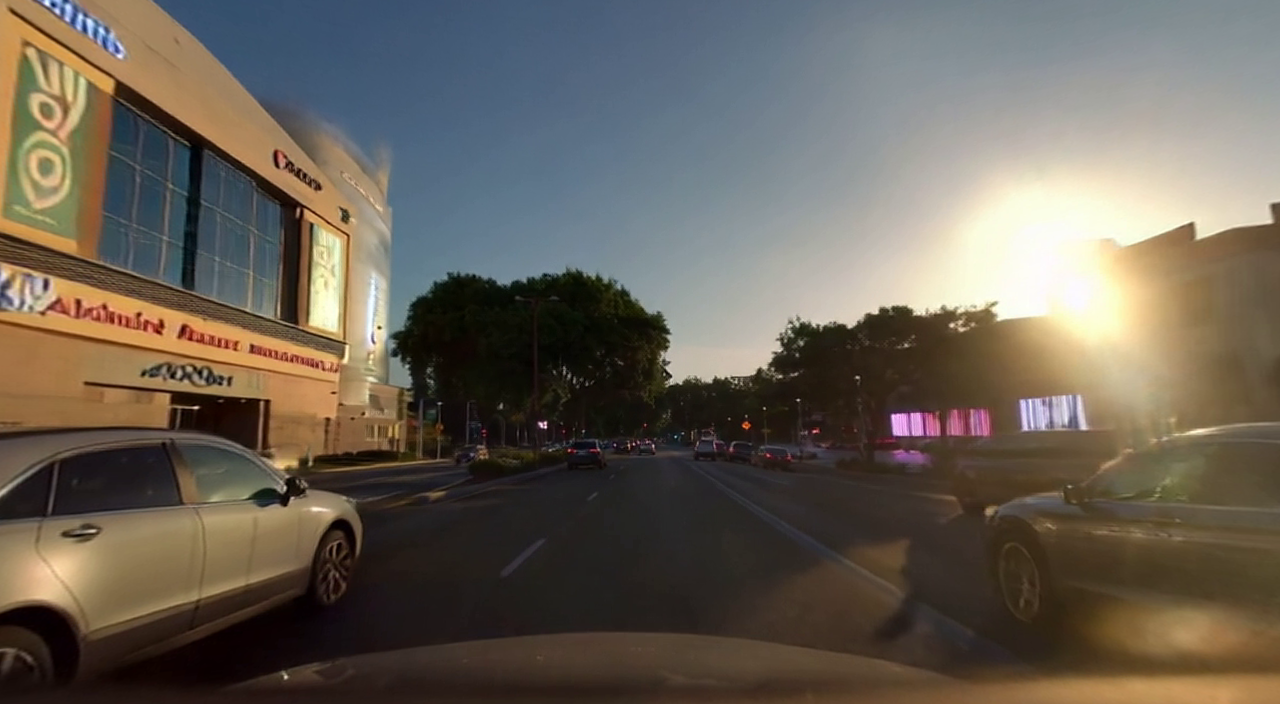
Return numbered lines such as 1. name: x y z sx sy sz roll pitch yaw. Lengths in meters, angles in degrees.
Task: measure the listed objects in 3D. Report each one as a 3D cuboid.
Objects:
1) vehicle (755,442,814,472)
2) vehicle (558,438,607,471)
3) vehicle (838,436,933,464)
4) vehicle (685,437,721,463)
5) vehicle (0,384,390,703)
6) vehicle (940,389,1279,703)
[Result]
1. vehicle: 7.606 5.586 33.731 1.976 1.469 4.576 0 -8 -1
2. vehicle: -2.813 5.130 31.849 1.917 1.511 4.436 -1 -8 2
3. vehicle: 15.975 6.386 41.212 5.370 1.699 1.996 -8 -11 42
4. vehicle: 4.354 6.800 43.974 2.007 1.683 4.171 0 -8 -1
5. vehicle: -3.389 1.004 3.157 2.155 1.504 4.776 -1 -8 2
6. vehicle: 3.313 0.920 2.504 1.981 1.499 4.536 0 -8 0
